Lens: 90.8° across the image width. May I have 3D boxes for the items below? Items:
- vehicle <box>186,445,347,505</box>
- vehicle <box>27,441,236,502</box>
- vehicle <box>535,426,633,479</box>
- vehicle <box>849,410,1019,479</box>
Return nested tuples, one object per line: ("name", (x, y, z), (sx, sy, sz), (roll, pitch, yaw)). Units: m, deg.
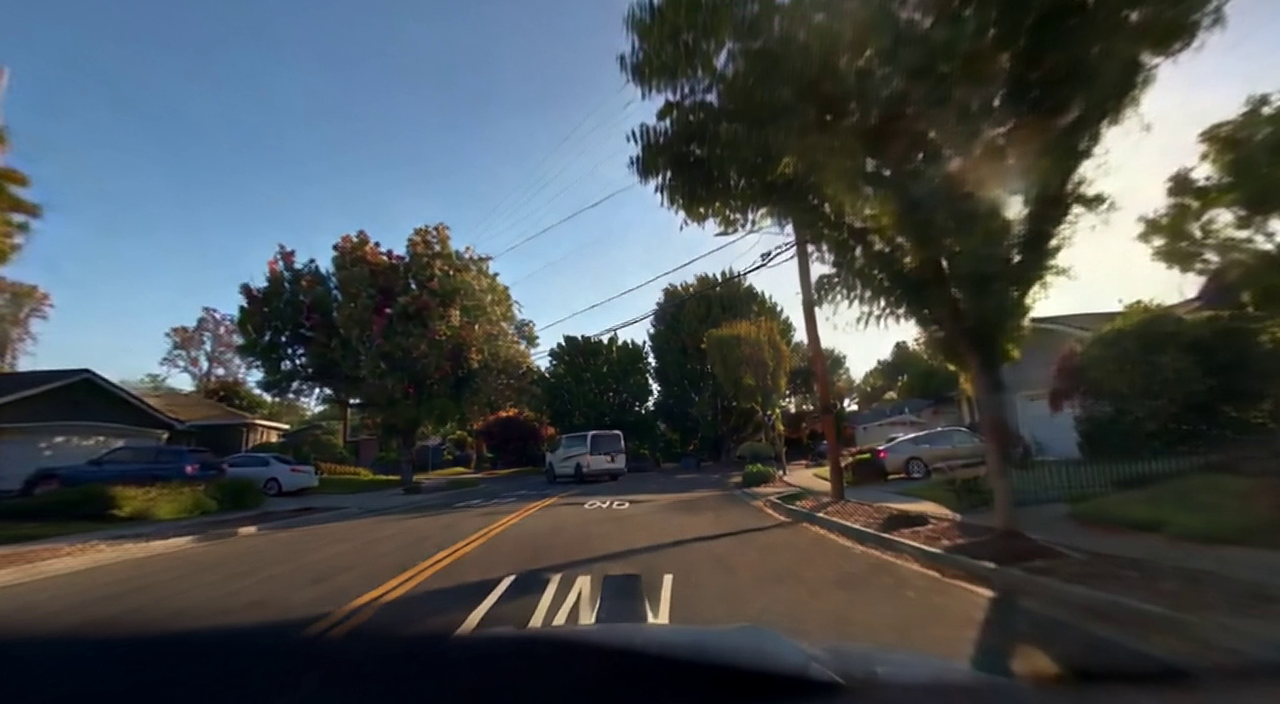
("vehicle", (-13.599, 4.568, 23.272), (4.550, 1.655, 2.143), (-5, -15, -1))
("vehicle", (-16.398, 3.856, 20.632), (4.881, 1.828, 2.111), (0, -9, -2))
("vehicle", (-3.741, 6.374, 40.366), (2.929, 3.058, 7.559), (6, -10, -34))
("vehicle", (9.962, 3.196, 21.734), (4.658, 1.536, 2.090), (-9, -10, 1))
